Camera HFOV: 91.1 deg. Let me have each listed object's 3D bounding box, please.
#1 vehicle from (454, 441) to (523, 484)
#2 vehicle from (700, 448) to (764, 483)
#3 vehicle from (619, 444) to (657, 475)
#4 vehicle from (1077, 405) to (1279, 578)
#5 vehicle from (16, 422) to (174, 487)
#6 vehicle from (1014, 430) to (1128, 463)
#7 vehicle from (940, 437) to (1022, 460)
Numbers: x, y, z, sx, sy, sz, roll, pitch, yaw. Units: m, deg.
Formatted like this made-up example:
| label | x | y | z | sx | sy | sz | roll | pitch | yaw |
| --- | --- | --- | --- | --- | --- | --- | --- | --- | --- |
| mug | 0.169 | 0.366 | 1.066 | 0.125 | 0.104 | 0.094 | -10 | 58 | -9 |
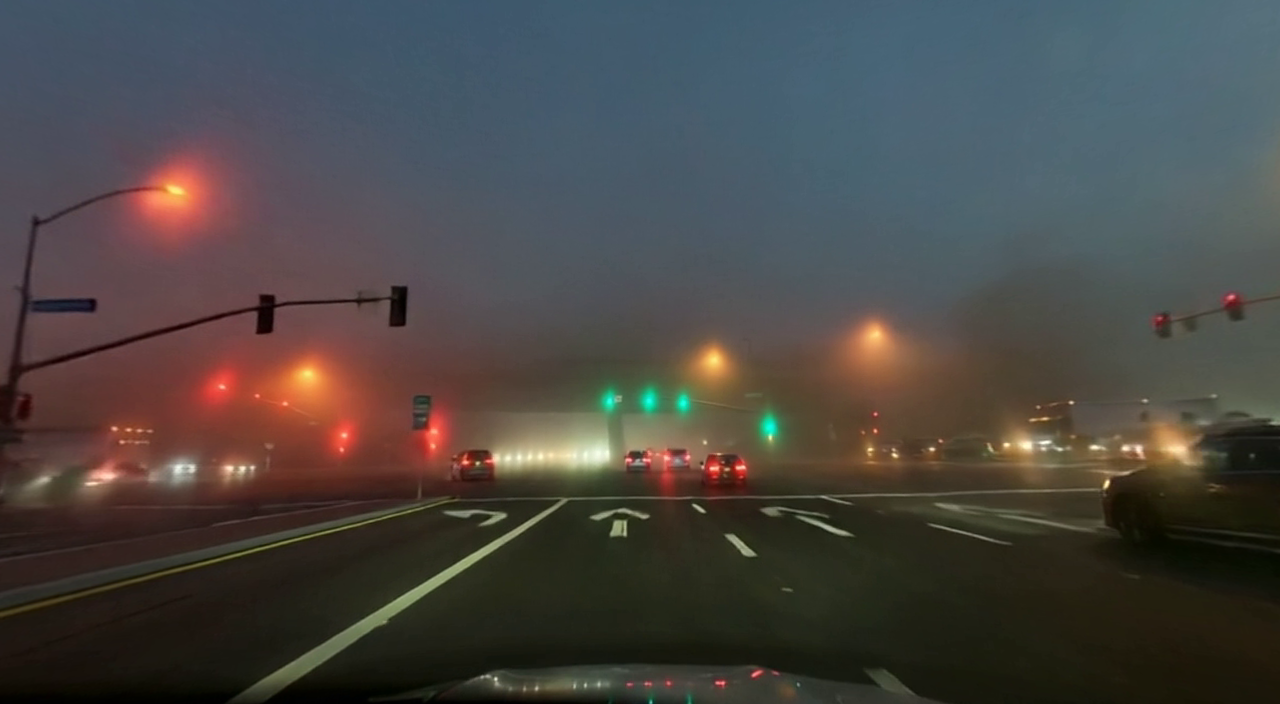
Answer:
| label | x | y | z | sx | sy | sz | roll | pitch | yaw |
| --- | --- | --- | --- | --- | --- | --- | --- | --- | --- |
| vehicle | -8.011 | 5.701 | 32.810 | 2.485 | 2.012 | 5.498 | 4 | -9 | -23 |
| vehicle | 3.918 | 4.904 | 27.385 | 2.156 | 1.404 | 4.120 | 0 | -9 | 0 |
| vehicle | -0.141 | 6.399 | 37.621 | 2.172 | 1.694 | 4.055 | 0 | -9 | 0 |
| vehicle | 7.148 | 1.441 | 6.688 | 1.964 | 1.647 | 4.114 | 0 | -9 | 0 |
| vehicle | -37.228 | 6.950 | 42.963 | 9.093 | 4.049 | 3.094 | -1 | -9 | 14 |
| vehicle | 24.422 | 5.403 | 35.796 | 4.835 | 1.536 | 1.984 | -6 | -11 | 14 |
| vehicle | 23.338 | 6.631 | 43.179 | 4.547 | 1.527 | 1.890 | -2 | -9 | 15 |
